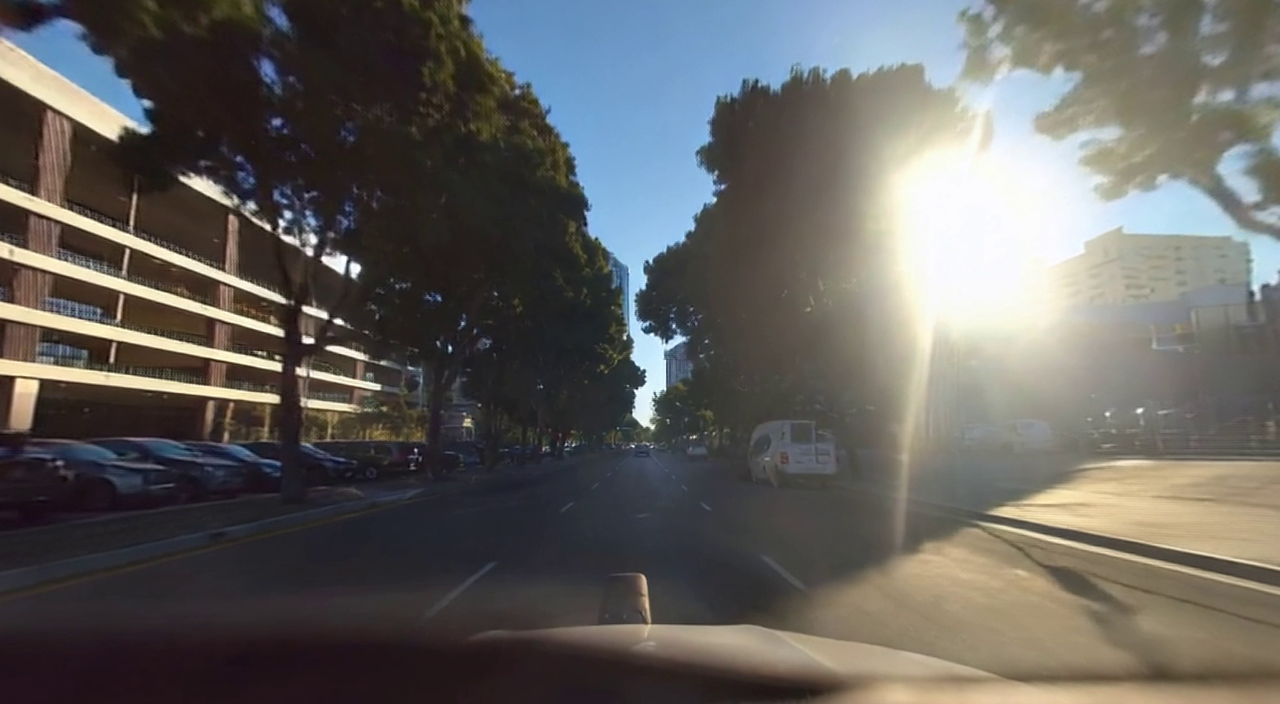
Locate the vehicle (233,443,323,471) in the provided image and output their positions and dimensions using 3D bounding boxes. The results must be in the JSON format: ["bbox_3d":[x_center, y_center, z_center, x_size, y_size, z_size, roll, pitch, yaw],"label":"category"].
[{"bbox_3d":[-25.659,7.445,45.001,2.252,1.804,5.454,-2,-9,15],"label":"vehicle"}]

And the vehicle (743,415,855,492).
[{"bbox_3d":[5.787,3.832,24.049,2.596,2.509,6.178,0,-9,0],"label":"vehicle"}]

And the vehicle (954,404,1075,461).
[{"bbox_3d":[19.054,4.221,32.576,2.341,2.648,6.024,1,-8,-2],"label":"vehicle"}]

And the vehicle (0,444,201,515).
[{"bbox_3d":[-13.188,2.882,14.514,4.626,1.489,2.042,0,-9,1],"label":"vehicle"}]

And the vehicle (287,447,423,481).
[{"bbox_3d":[-13.069,5.149,29.174,5.269,1.491,2.133,-1,-9,2],"label":"vehicle"}]
